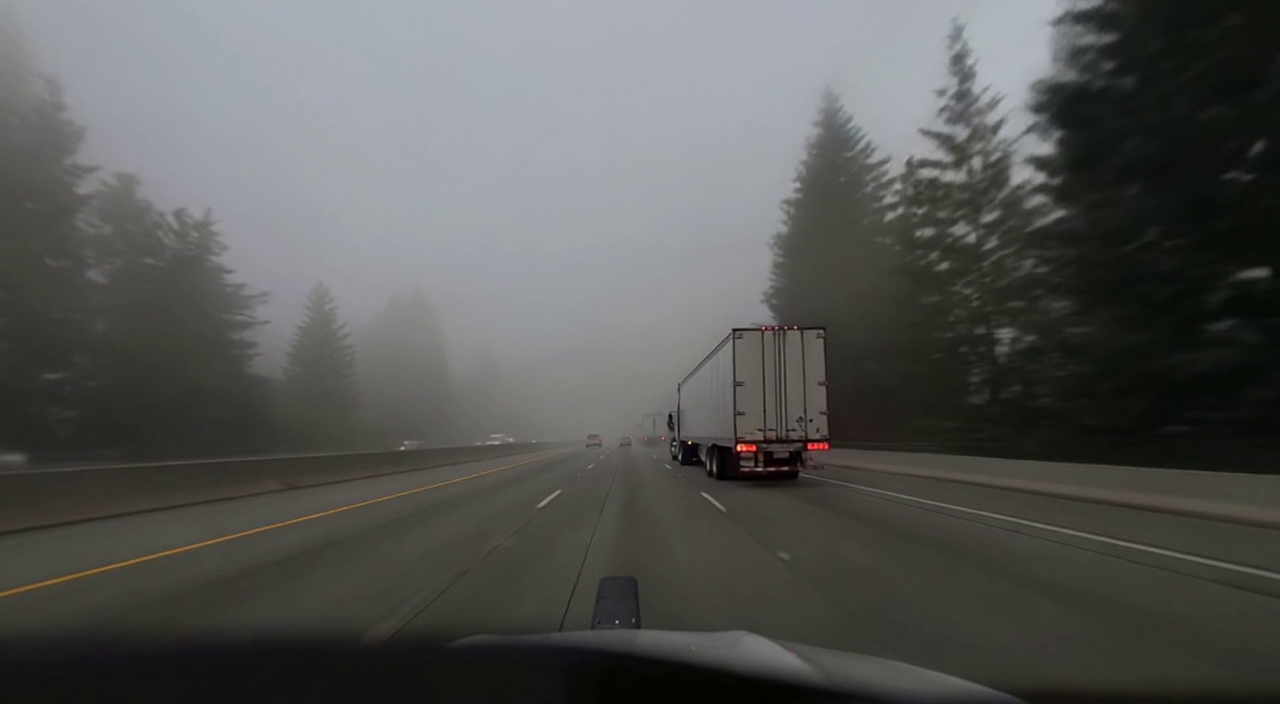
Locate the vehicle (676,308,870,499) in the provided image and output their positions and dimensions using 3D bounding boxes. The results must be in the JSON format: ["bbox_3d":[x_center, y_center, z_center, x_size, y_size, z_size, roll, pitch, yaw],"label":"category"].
[{"bbox_3d":[3.218,2.029,20.556,2.905,4.080,14.157,0,-8,-2],"label":"vehicle"}]
